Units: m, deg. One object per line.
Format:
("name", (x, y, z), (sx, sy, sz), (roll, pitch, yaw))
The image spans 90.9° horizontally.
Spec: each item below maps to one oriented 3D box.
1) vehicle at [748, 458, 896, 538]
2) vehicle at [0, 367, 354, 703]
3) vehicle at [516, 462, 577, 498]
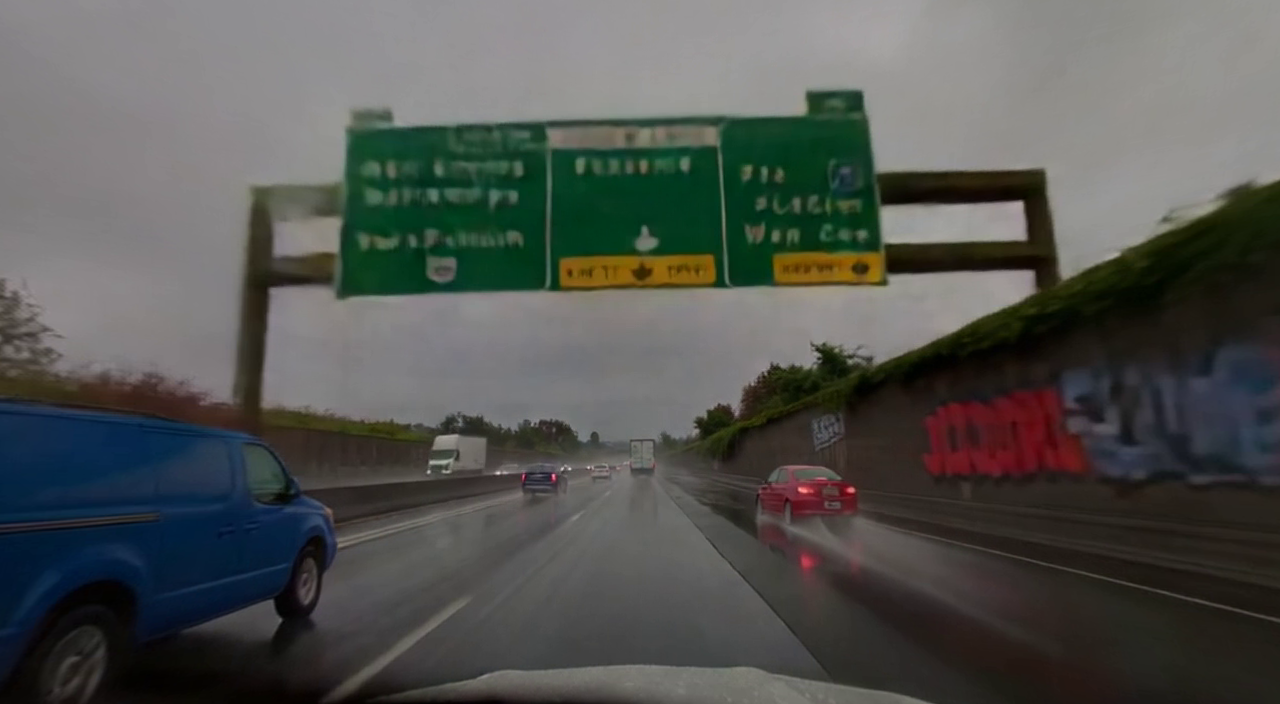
("vehicle", (3.803, 3.134, 14.001), (1.917, 1.458, 4.199), (1, -10, -2))
("vehicle", (-3.436, 0.976, 2.992), (2.004, 1.610, 4.508), (1, -10, 0))
("vehicle", (-4.060, 5.682, 28.147), (2.054, 1.443, 4.131), (1, -10, 0))
